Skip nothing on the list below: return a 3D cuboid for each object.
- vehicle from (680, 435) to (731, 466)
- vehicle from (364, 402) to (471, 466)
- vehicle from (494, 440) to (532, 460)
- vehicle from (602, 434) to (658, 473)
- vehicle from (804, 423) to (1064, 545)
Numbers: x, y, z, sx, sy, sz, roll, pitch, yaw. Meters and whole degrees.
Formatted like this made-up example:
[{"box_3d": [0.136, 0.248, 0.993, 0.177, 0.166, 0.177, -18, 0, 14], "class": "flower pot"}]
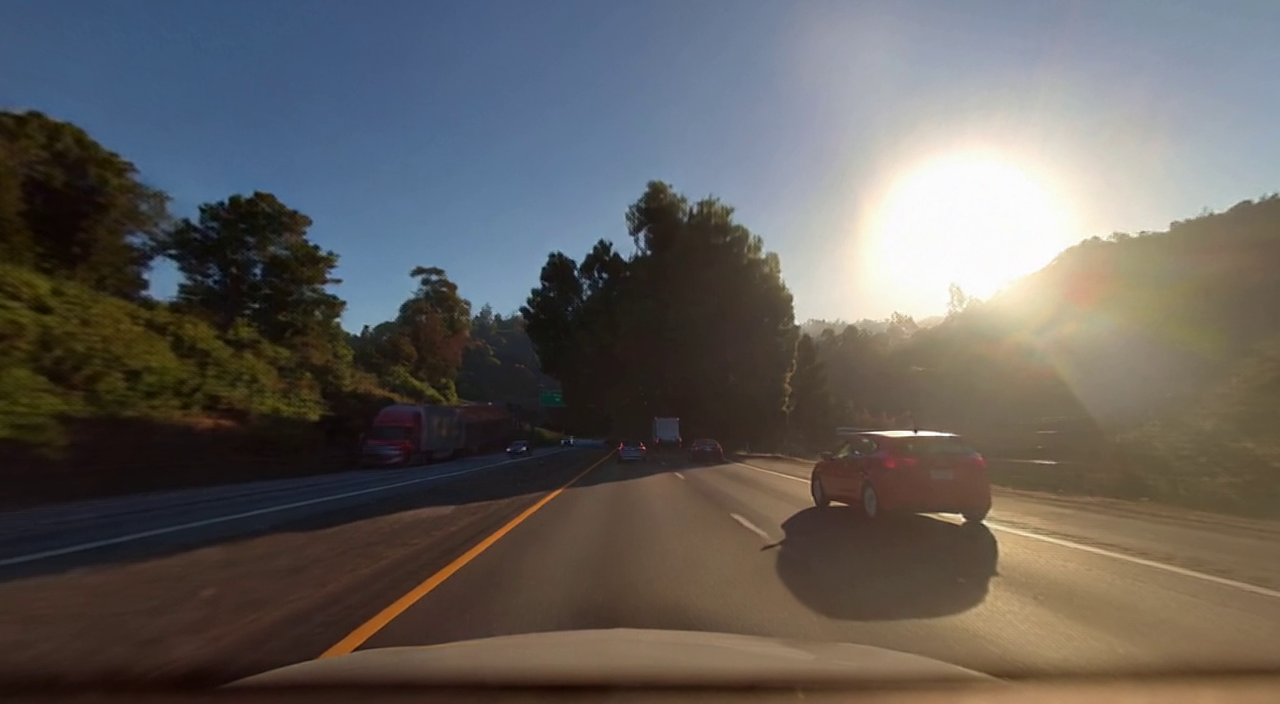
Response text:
[{"box_3d": [3.271, 5.007, 32.336, 2.004, 1.469, 4.472, 0, -8, -2], "class": "vehicle"}, {"box_3d": [-14.573, 5.545, 42.649, 3.122, 3.682, 11.678, 1, -7, -1], "class": "vehicle"}, {"box_3d": [-9.624, 7.442, 48.076, 1.982, 1.455, 4.161, 0, -8, 0], "class": "vehicle"}, {"box_3d": [-0.424, 4.131, 25.901, 2.143, 1.466, 3.693, 0, -8, -2], "class": "vehicle"}, {"box_3d": [4.284, 1.952, 10.145, 2.066, 1.526, 4.216, 0, -8, -2], "class": "vehicle"}]
